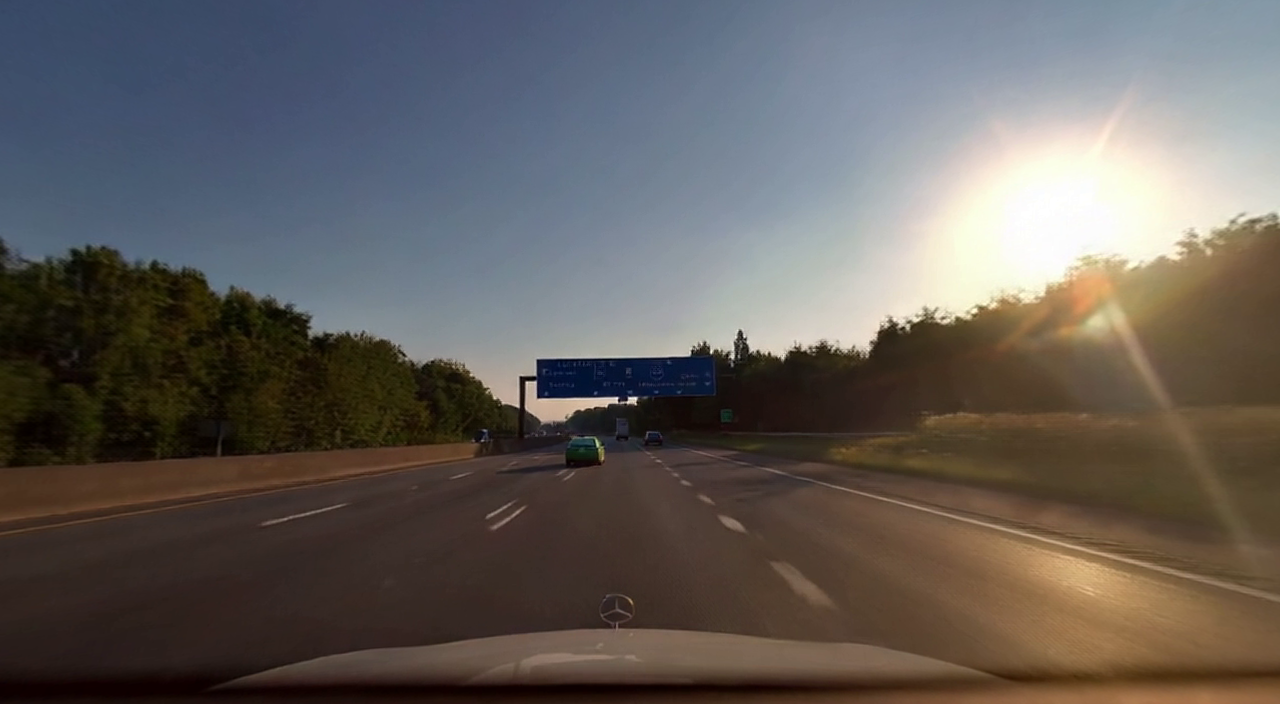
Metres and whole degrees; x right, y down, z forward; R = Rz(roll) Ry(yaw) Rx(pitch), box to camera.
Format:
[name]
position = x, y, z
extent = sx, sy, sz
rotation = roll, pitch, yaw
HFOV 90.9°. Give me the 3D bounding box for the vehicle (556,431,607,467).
[vehicle]
position = -2.564, 4.377, 28.669
extent = 2.000, 1.491, 3.913
rotation = 0, -7, -1
